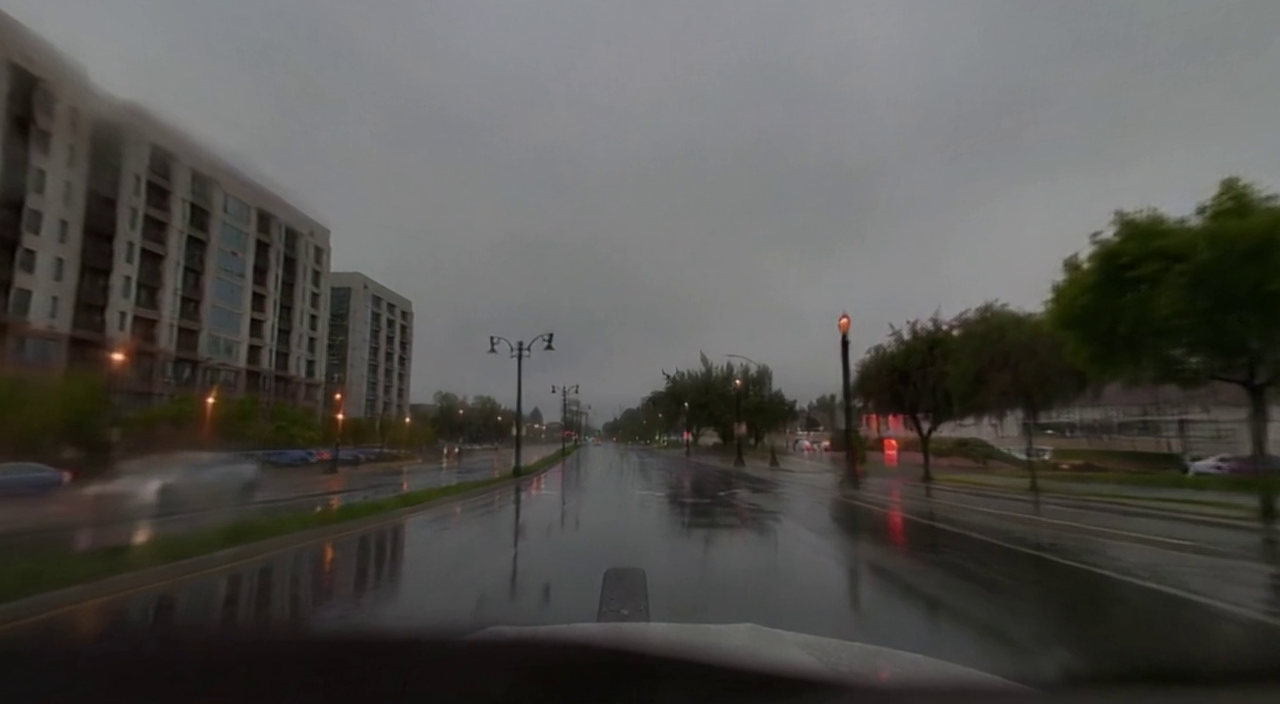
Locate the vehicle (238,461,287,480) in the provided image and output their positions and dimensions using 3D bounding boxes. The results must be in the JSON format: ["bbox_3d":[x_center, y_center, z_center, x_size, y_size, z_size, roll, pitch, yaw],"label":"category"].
[{"bbox_3d":[-28.946,9.086,48.391,1.518,1.364,3.470,-1,-9,1],"label":"vehicle"}]

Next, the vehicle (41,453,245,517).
[{"bbox_3d":[-13.247,3.521,17.244,1.811,1.433,4.387,-1,-8,4],"label":"vehicle"}]

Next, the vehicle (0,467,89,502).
[{"bbox_3d":[-29.213,6.351,30.376,1.629,1.411,3.897,0,-8,2],"label":"vehicle"}]
